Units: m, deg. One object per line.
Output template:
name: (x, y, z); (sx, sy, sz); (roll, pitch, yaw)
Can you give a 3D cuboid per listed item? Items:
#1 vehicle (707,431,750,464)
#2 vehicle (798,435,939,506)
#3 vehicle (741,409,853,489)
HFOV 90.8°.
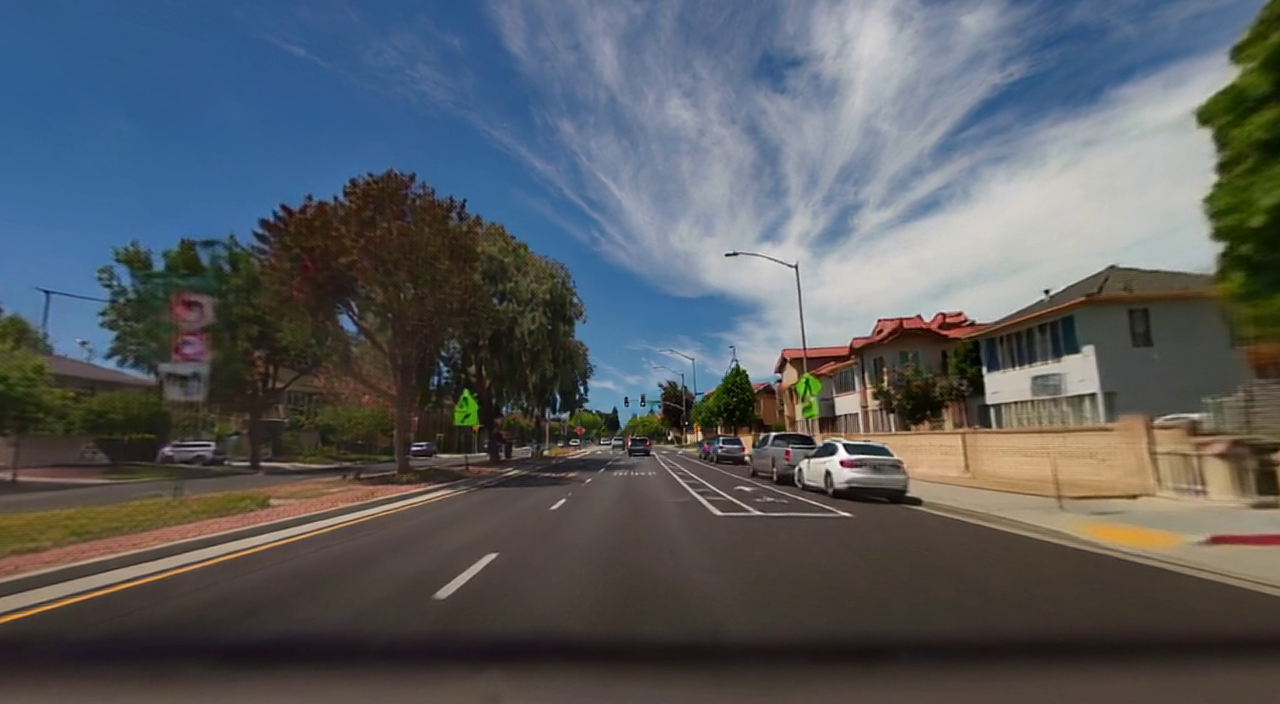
vehicle: (5.557, 6.053, 40.264); (2.008, 1.930, 4.919); (0, -8, 1)
vehicle: (5.719, 3.013, 16.527); (1.940, 1.584, 4.553); (0, -9, 0)
vehicle: (5.433, 3.524, 23.014); (2.324, 2.468, 6.422); (0, -9, -1)
